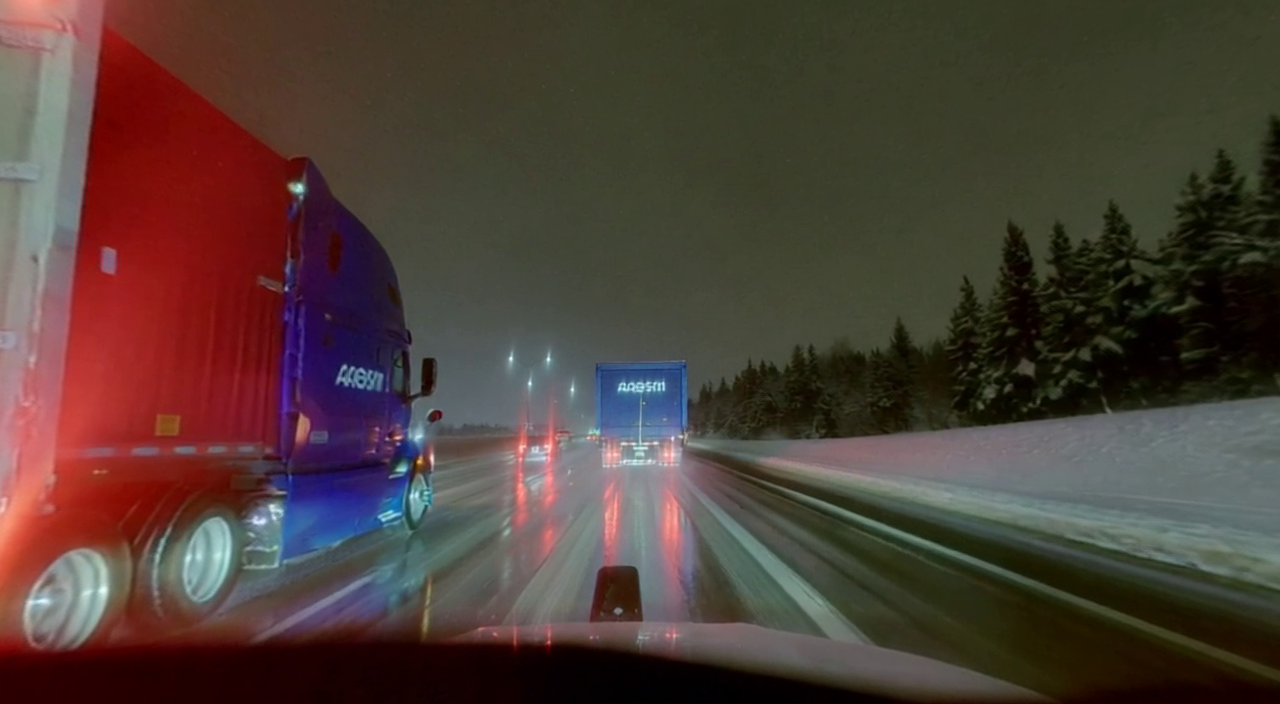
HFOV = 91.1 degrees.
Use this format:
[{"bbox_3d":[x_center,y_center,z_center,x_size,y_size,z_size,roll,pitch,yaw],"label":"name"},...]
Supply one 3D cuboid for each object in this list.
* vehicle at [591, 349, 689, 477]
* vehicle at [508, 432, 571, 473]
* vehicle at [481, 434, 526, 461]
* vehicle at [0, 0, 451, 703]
[{"bbox_3d":[-0.168,2.671,25.617,3.118,4.106,10.719,0,-8,-2],"label":"vehicle"},{"bbox_3d":[-3.936,3.982,25.250,1.933,1.492,3.838,0,-8,-1],"label":"vehicle"},{"bbox_3d":[-7.883,5.513,36.594,1.828,1.470,4.079,0,-8,-2],"label":"vehicle"},{"bbox_3d":[-4.041,0.093,5.762,3.007,4.031,6.044,1,-7,-4],"label":"vehicle"}]
